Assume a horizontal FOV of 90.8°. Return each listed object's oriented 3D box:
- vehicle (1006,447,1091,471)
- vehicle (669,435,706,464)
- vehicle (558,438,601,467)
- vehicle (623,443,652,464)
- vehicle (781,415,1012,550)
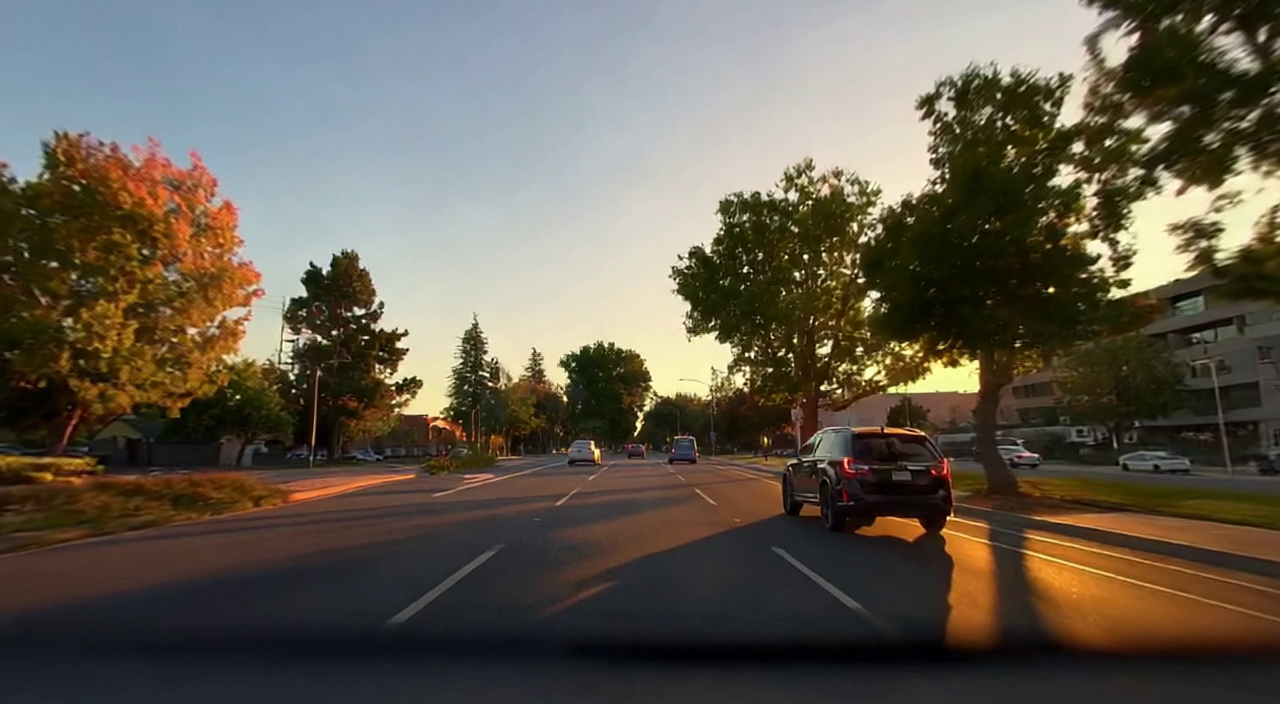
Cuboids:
[{"bbox_3d":[28.076,7.347,43.516,4.413,1.580,2.028,0,-8,2],"label":"vehicle"},{"bbox_3d":[3.427,7.220,46.774,2.197,2.034,4.667,0,-8,-2],"label":"vehicle"},{"bbox_3d":[-3.907,6.610,41.652,2.220,1.793,4.885,0,-8,2],"label":"vehicle"},{"bbox_3d":[-0.219,7.554,47.090,2.074,1.463,4.016,0,-8,-1],"label":"vehicle"},{"bbox_3d":[3.997,2.103,10.841,2.060,1.816,4.343,0,-8,-1],"label":"vehicle"}]
